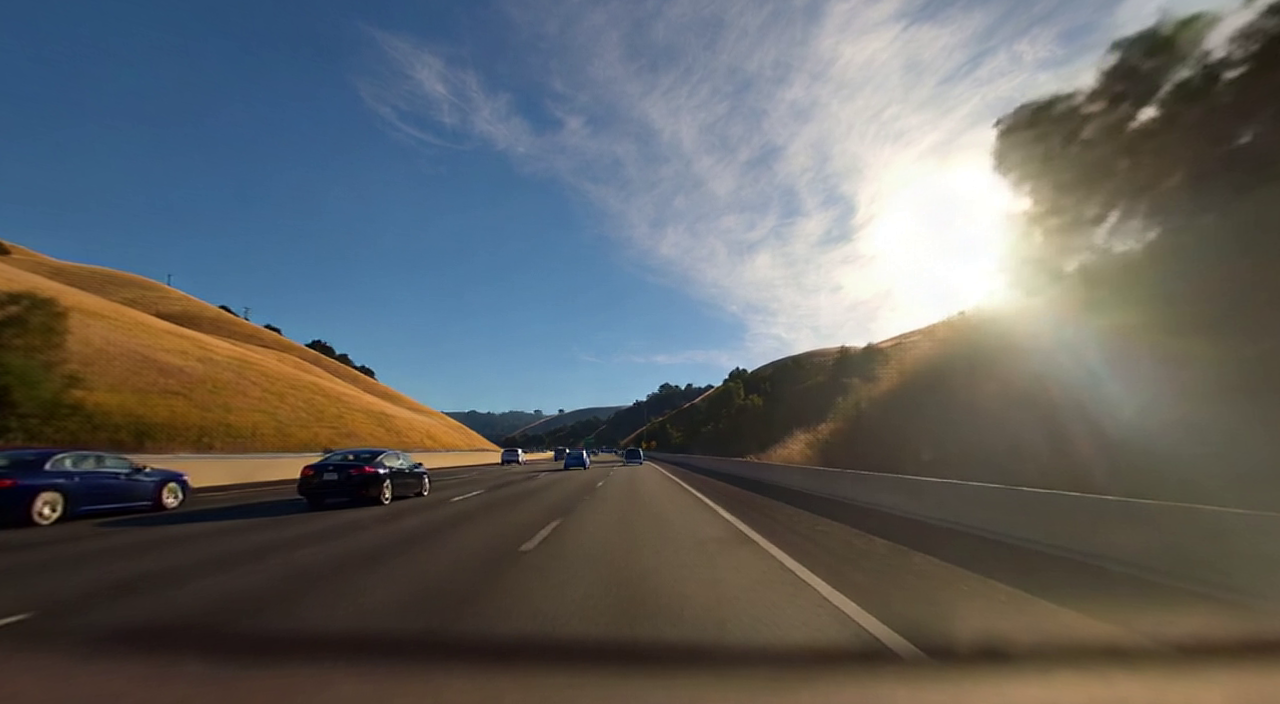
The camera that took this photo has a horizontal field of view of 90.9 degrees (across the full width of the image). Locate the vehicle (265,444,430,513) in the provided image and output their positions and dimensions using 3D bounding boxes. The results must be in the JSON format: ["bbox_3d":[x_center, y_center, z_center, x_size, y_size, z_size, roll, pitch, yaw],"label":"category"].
[{"bbox_3d":[-7.027,3.040,15.741,1.991,1.441,4.265,0,-8,1],"label":"vehicle"}]

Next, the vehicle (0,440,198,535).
[{"bbox_3d":[-11.202,2.435,11.948,2.048,1.501,4.898,0,-8,1],"label":"vehicle"}]

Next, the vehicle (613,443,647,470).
[{"bbox_3d":[-0.726,6.995,42.581,2.225,1.674,4.044,0,-8,-2],"label":"vehicle"}]

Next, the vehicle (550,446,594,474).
[{"bbox_3d":[-3.921,6.319,37.166,2.144,1.505,4.649,0,-8,-1],"label":"vehicle"}]
